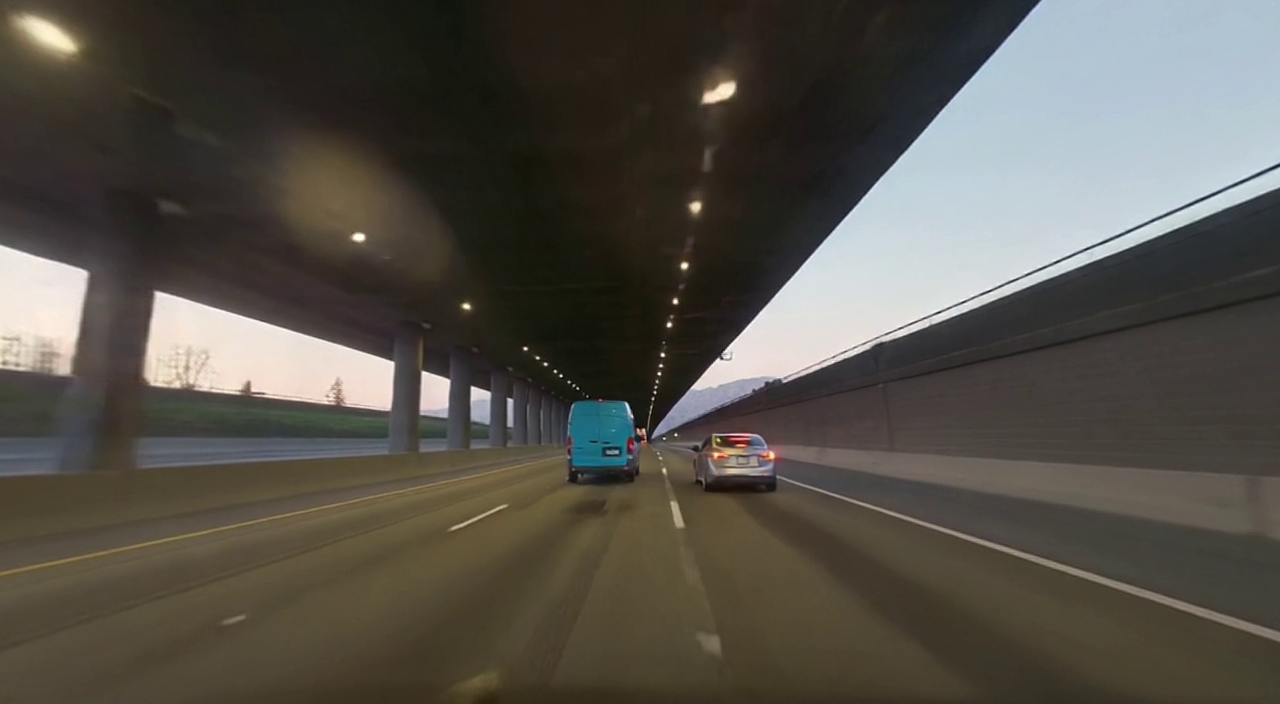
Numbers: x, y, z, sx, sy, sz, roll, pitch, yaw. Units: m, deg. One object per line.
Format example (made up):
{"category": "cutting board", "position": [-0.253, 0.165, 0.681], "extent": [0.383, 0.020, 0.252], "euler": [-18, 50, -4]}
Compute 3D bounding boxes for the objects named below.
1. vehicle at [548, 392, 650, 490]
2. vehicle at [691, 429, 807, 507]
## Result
{"category": "vehicle", "position": [-1.017, 2.622, 18.708], "extent": [2.404, 2.459, 5.229], "euler": [-1, -8, 3]}
{"category": "vehicle", "position": [2.367, 2.624, 14.782], "extent": [2.095, 1.553, 4.069], "euler": [-1, -8, 2]}
